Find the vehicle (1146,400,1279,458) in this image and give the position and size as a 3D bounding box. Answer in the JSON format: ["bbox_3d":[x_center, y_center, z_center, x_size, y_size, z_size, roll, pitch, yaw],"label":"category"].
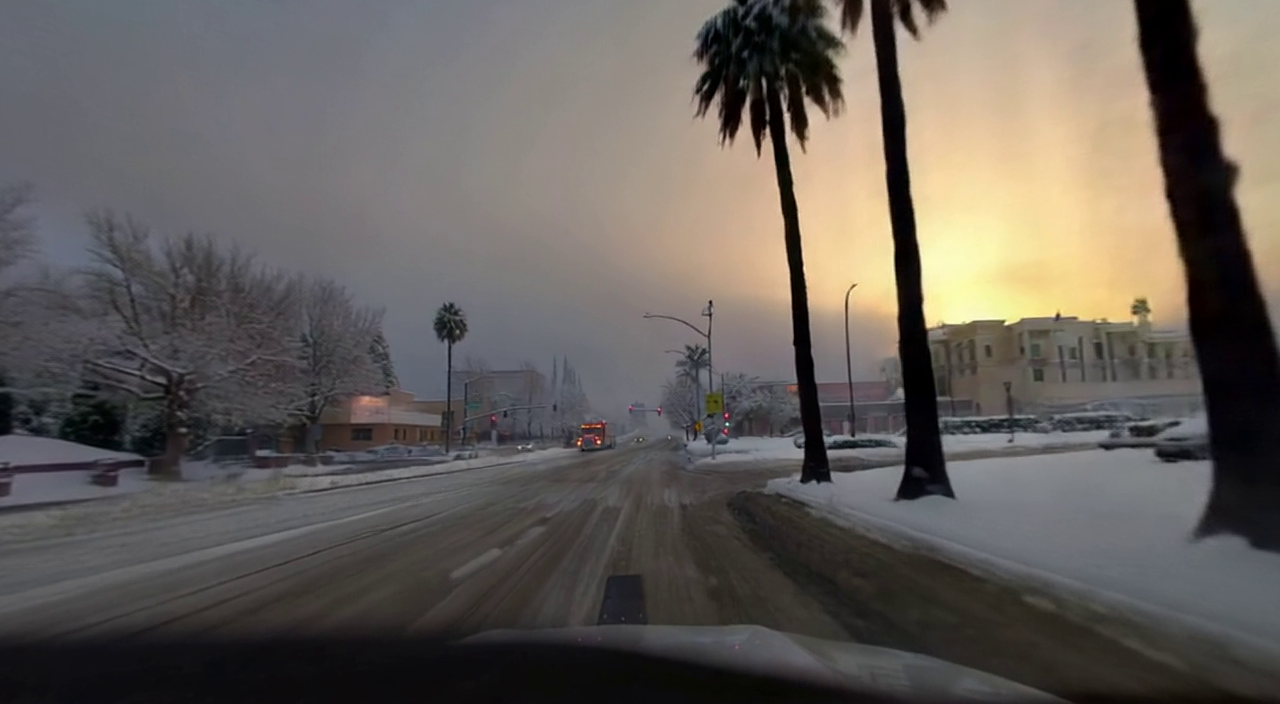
[{"bbox_3d":[16.218,2.068,16.820,3.945,1.463,1.684,1,-8,-6],"label":"vehicle"}]
